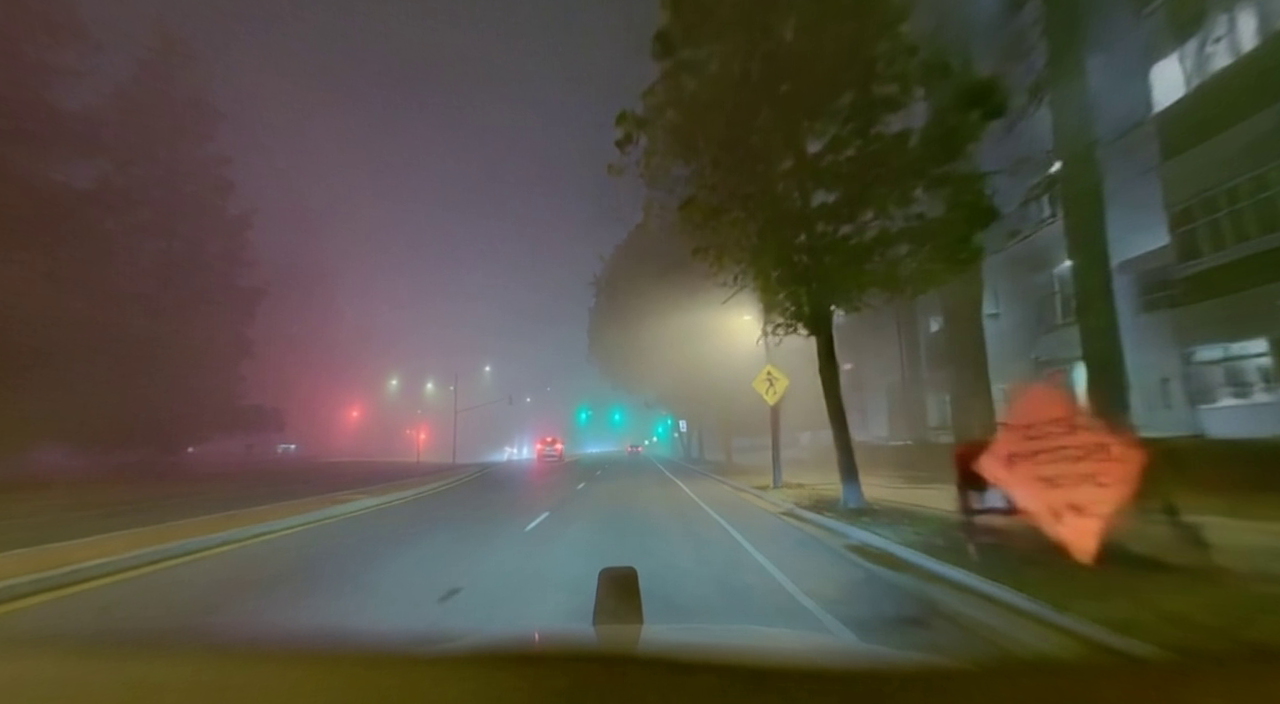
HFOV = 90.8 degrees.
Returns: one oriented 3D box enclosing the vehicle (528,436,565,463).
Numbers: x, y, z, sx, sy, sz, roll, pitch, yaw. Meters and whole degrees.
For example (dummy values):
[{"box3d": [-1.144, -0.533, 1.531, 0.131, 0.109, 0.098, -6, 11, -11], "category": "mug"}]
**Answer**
[{"box3d": [-6.419, 6.731, 43.649, 2.076, 1.724, 4.188, 0, -8, -3], "category": "vehicle"}]
